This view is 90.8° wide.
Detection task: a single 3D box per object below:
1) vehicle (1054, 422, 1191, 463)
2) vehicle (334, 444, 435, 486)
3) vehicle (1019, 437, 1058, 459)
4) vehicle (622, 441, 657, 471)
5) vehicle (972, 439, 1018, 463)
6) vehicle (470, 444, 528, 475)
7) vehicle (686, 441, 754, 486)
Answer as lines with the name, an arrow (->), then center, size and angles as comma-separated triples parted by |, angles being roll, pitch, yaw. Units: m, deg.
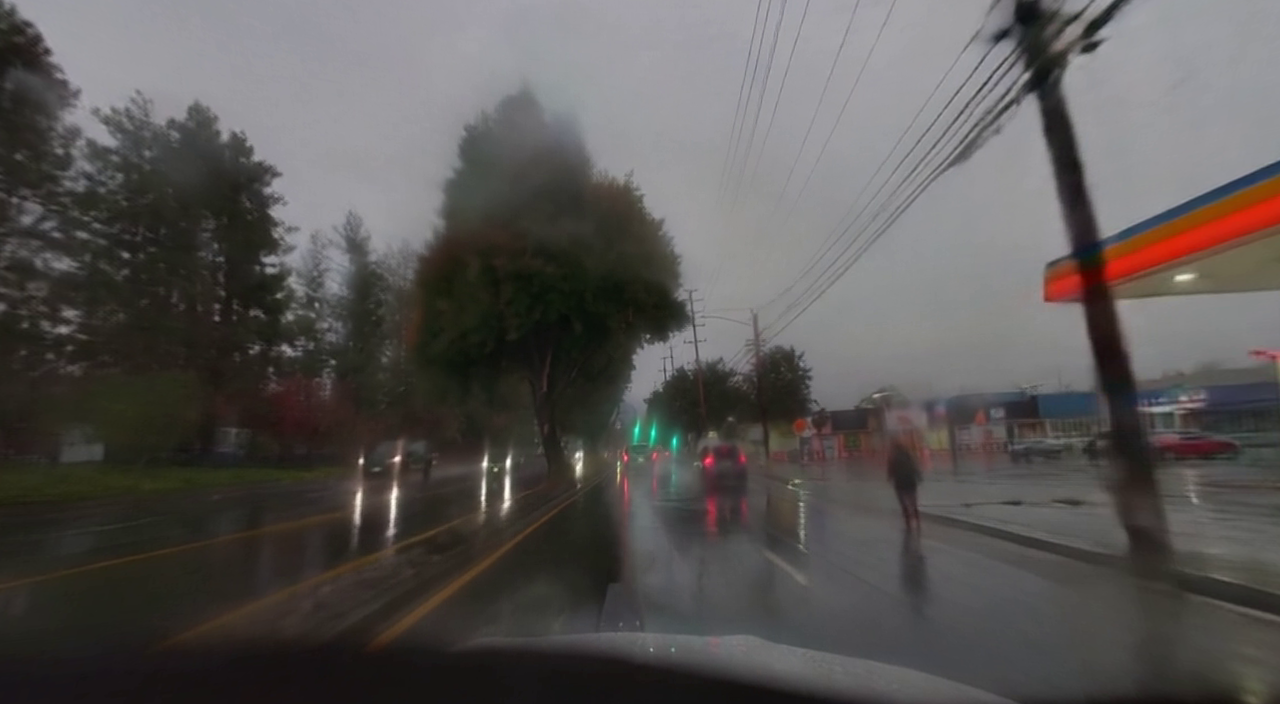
vehicle -> 23.051, 4.365, 30.426 | 2.187, 1.757, 4.663 | 3, -9, -22
vehicle -> -11.880, 5.263, 29.970 | 2.383, 1.725, 5.760 | -1, -8, 0
vehicle -> 27.347, 6.581, 43.424 | 1.825, 1.476, 3.833 | -4, -9, 26
vehicle -> -0.034, 6.758, 41.215 | 2.163, 1.825, 4.073 | -1, -8, -1
vehicle -> 24.387, 6.725, 43.297 | 2.071, 1.528, 4.644 | -7, -10, 35
vehicle -> -8.491, 6.465, 38.438 | 2.518, 1.719, 4.314 | -1, -8, 0
vehicle -> 3.088, 4.408, 25.302 | 1.990, 1.592, 4.294 | 0, -8, -2
